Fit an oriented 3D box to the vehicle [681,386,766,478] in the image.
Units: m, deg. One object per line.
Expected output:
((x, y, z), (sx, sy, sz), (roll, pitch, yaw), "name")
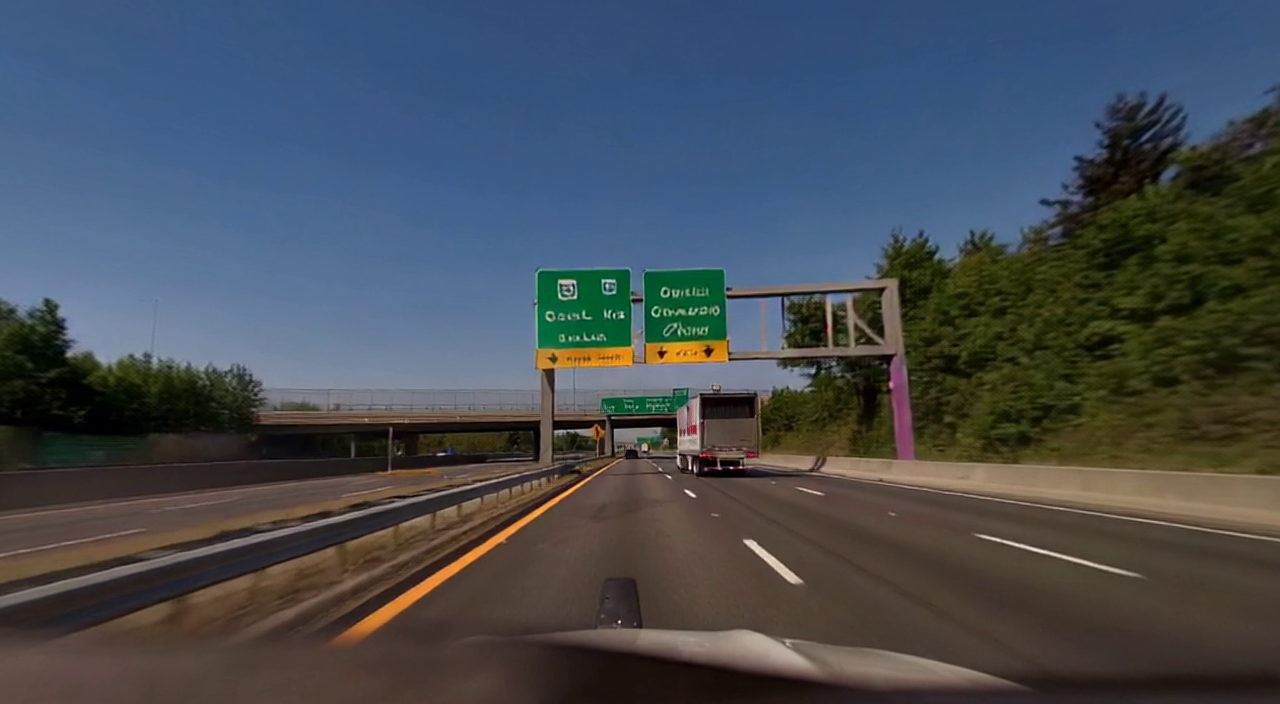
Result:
((3.966, 4.155, 31.904), (2.879, 4.075, 8.126), (0, -9, -2), "vehicle")
